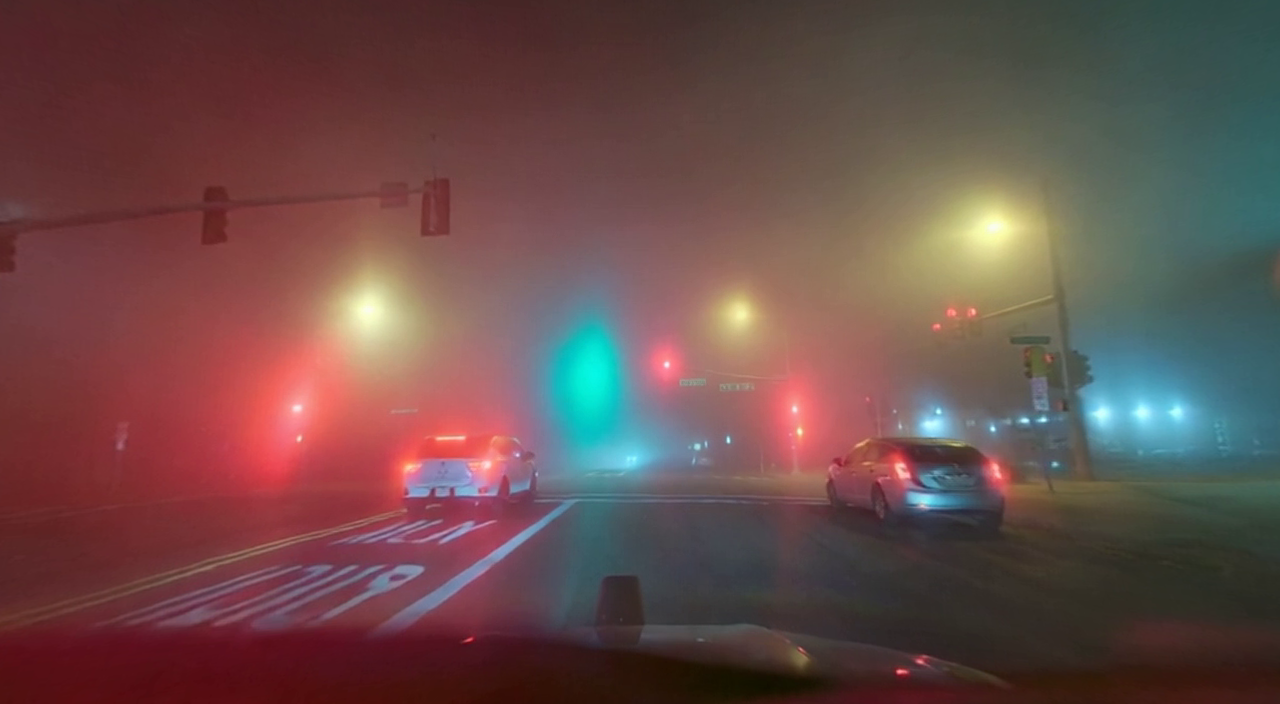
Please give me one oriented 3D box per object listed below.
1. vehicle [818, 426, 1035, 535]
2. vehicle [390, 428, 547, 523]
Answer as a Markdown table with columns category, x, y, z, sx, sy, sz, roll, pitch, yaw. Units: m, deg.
| category | x | y | z | sx | sy | sz | roll | pitch | yaw |
| --- | --- | --- | --- | --- | --- | --- | --- | --- | --- |
| vehicle | 5.039 | 2.314 | 11.965 | 2.039 | 1.655 | 4.495 | 0 | -9 | 1 |
| vehicle | -3.284 | 2.457 | 13.040 | 1.947 | 1.627 | 4.248 | 0 | -9 | 1 |
